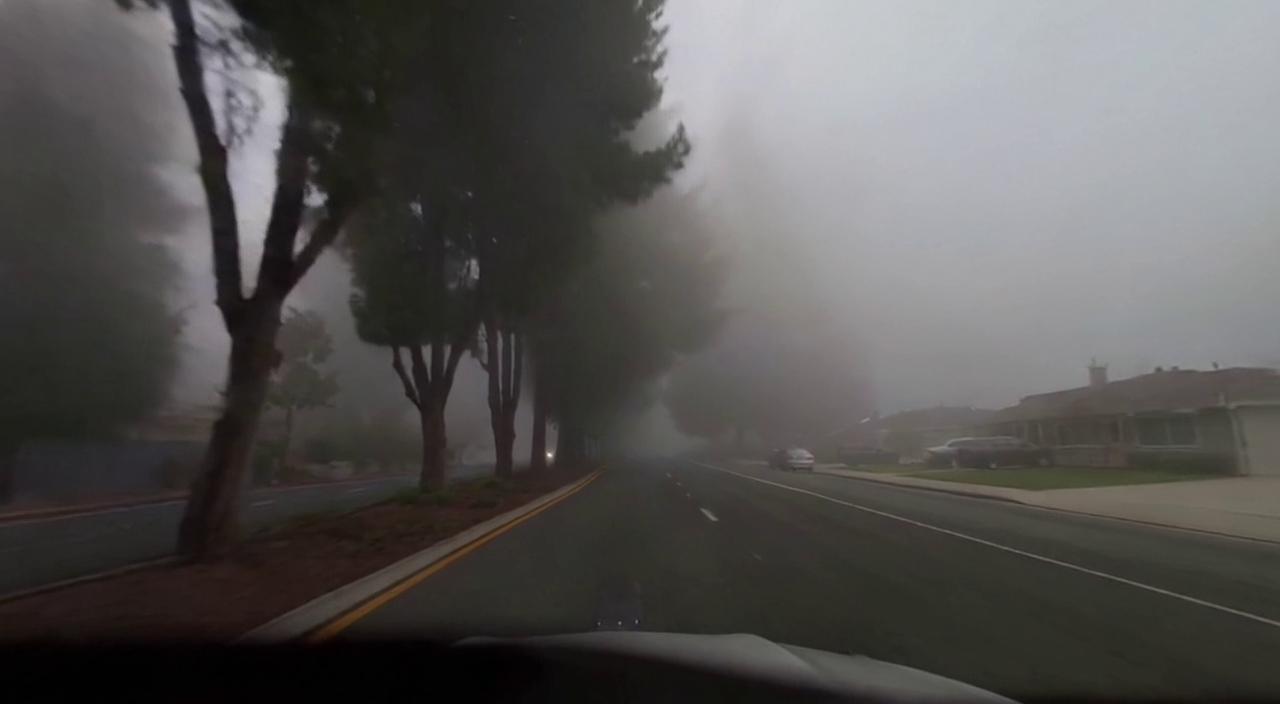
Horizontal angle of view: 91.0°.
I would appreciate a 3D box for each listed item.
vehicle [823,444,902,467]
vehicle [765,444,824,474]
[{"bbox_3d":[15.259,7.101,43.287,4.644,1.542,2.095,0,-9,1],"label":"vehicle"},{"bbox_3d":[8.359,5.826,34.491,1.940,1.516,4.319,1,-9,-3],"label":"vehicle"}]
